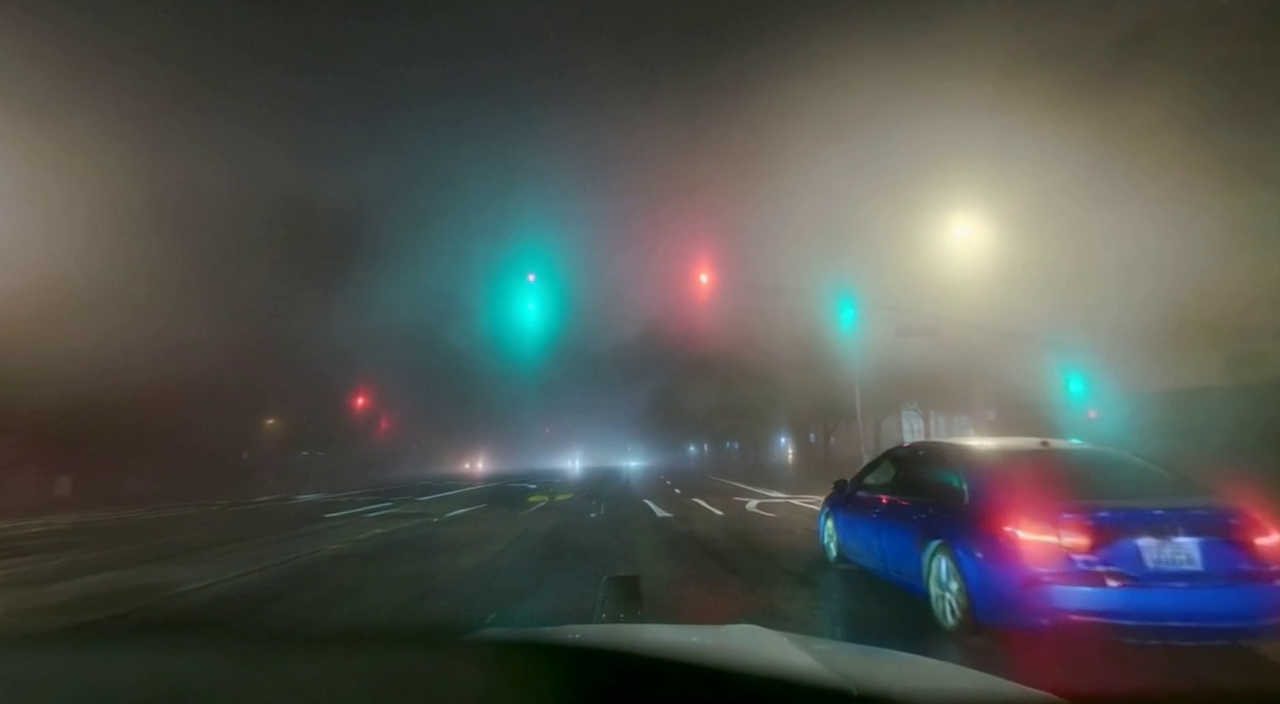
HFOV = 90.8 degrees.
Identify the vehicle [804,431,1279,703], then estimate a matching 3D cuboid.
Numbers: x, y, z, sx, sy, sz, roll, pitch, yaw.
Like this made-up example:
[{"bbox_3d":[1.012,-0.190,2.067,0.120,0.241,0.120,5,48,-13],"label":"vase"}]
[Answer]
[{"bbox_3d":[3.124,1.492,5.626,2.015,1.455,4.615,0,-9,-1],"label":"vehicle"}]
